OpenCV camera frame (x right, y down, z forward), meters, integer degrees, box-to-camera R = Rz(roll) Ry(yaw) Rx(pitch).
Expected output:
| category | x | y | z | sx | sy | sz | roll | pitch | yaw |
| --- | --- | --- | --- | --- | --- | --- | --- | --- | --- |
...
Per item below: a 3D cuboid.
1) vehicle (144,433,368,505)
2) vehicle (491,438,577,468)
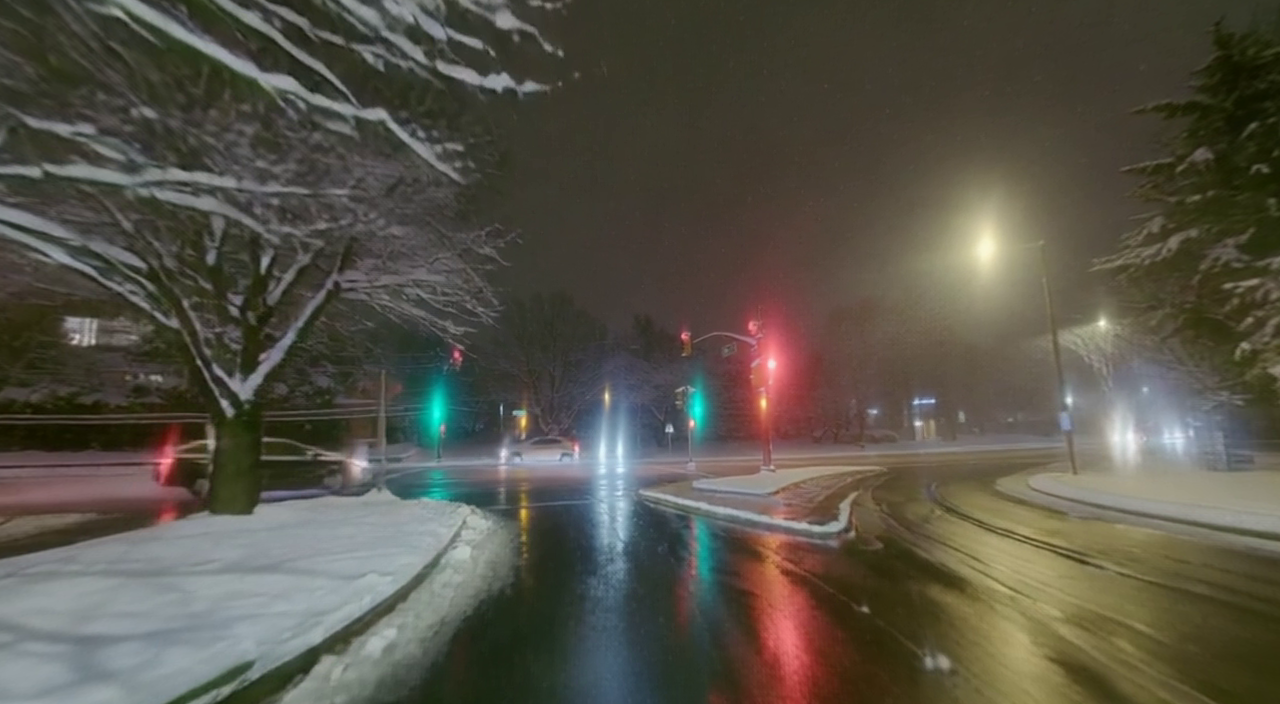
| category | x | y | z | sx | sy | sz | roll | pitch | yaw |
| --- | --- | --- | --- | --- | --- | --- | --- | --- | --- |
| vehicle | -9.556 | 2.916 | 16.188 | 4.545 | 1.602 | 2.014 | 4 | -10 | -27 |
| vehicle | -6.230 | 5.925 | 37.265 | 4.602 | 1.667 | 1.933 | 4 | -10 | -27 |
